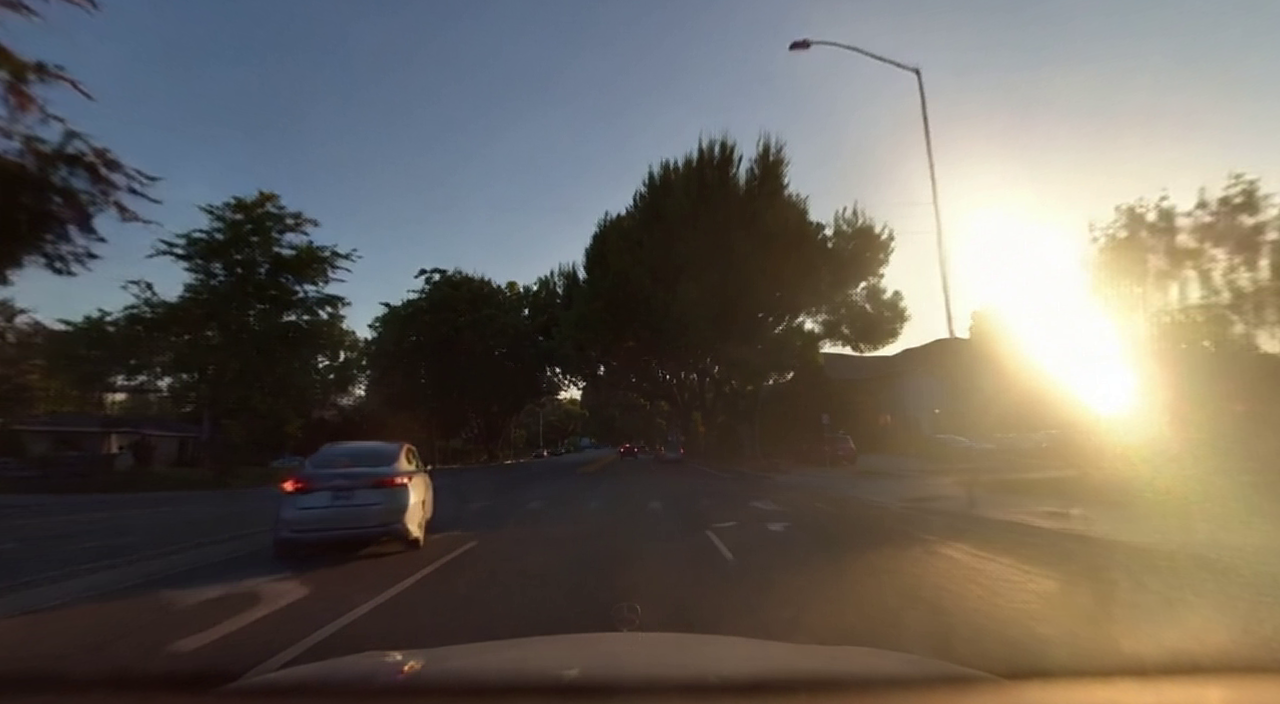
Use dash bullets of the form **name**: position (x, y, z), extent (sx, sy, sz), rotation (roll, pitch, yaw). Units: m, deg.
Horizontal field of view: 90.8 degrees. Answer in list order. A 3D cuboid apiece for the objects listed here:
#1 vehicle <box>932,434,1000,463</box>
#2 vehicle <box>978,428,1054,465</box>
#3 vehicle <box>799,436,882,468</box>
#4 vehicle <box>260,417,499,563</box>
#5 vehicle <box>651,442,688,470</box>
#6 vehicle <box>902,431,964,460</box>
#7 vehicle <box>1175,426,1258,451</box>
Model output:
- **vehicle**: position (18.100, 5.329, 34.988), extent (2.106, 1.460, 4.389), rotation (-8, -12, 43)
- **vehicle**: position (18.661, 4.658, 31.266), extent (2.150, 1.659, 4.678), rotation (-8, -12, 43)
- **vehicle**: position (10.442, 5.215, 33.148), extent (1.903, 1.569, 3.751), rotation (6, -10, -34)
- **vehicle**: position (-3.652, 2.008, 10.065), extent (2.205, 1.706, 4.904), rotation (1, -8, -7)
- **vehicle**: position (1.702, 6.256, 38.263), extent (2.003, 1.614, 4.072), rotation (0, -8, -1)
- **vehicle**: position (18.060, 5.750, 38.827), extent (2.043, 1.691, 4.436), rotation (-8, -12, 43)
- **vehicle**: position (40.534, 6.135, 44.558), extent (2.496, 1.662, 4.040), rotation (-2, -9, 11)
